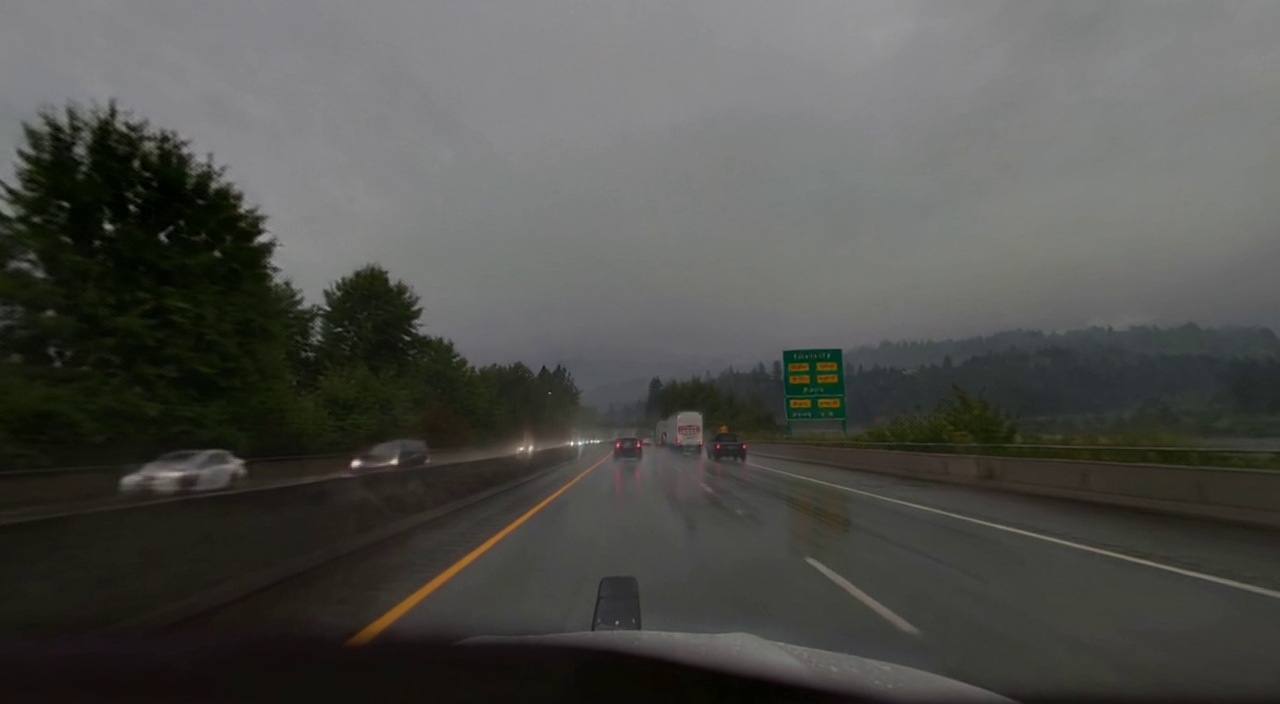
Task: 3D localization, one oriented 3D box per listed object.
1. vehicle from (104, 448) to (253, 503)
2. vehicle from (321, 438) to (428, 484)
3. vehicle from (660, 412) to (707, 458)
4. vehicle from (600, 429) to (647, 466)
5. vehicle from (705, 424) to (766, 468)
[{"bbox_3d":[-14.043,3.737,19.492,1.806,1.418,3.732,0,-8,-1],"label":"vehicle"},{"bbox_3d":[-9.776,3.995,23.629,2.163,1.522,4.269,0,-8,0],"label":"vehicle"},{"bbox_3d":[3.029,6.058,45.884,2.728,3.053,7.708,0,-8,-1],"label":"vehicle"},{"bbox_3d":[-0.819,4.744,31.582,2.206,1.681,4.111,0,-8,-1],"label":"vehicle"},{"bbox_3d":[4.375,4.379,29.668,2.073,1.905,4.023,0,-8,-3],"label":"vehicle"}]
